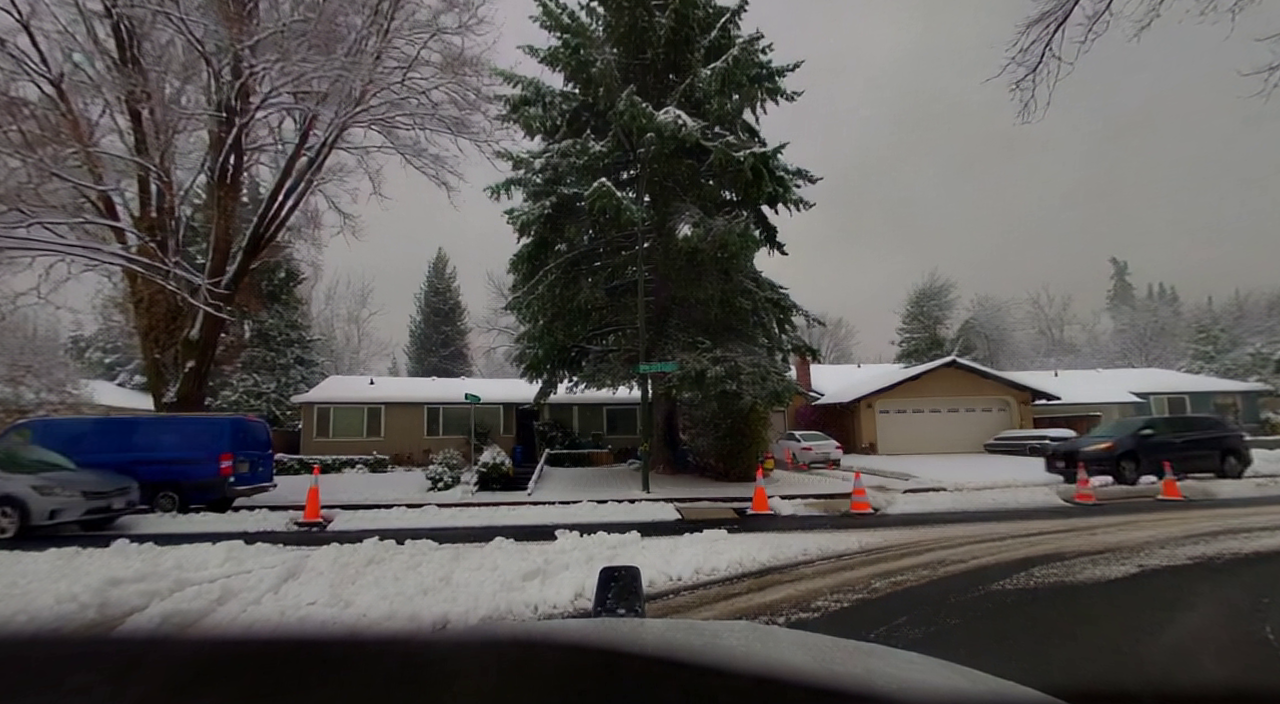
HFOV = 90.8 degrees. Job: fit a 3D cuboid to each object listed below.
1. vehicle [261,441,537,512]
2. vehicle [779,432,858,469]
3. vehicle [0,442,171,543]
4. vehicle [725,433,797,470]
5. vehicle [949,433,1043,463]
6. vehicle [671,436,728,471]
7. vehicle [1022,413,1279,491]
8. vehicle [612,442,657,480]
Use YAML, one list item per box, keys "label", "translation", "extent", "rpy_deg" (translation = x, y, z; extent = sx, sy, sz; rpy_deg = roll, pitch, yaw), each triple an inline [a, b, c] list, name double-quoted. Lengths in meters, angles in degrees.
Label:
- label: "vehicle"
  translation: [-6.368, 3.413, 17.784]
  extent: [6.643, 1.777, 2.925]
  rpy_deg: [1, -8, -6]
- label: "vehicle"
  translation: [8.067, 4.495, 28.963]
  extent: [1.893, 1.529, 4.422]
  rpy_deg: [1, -9, -7]
- label: "vehicle"
  translation: [-11.332, 2.350, 10.938]
  extent: [4.684, 1.556, 2.087]
  rpy_deg: [0, -8, -1]
- label: "vehicle"
  translation: [5.344, 4.467, 28.498]
  extent: [2.007, 1.555, 4.204]
  rpy_deg: [1, -9, -7]
- label: "vehicle"
  translation: [23.388, 6.295, 41.629]
  extent: [4.984, 1.912, 2.132]
  rpy_deg: [1, -8, -5]
- label: "vehicle"
  translation: [2.589, 4.538, 28.357]
  extent: [1.745, 1.461, 4.074]
  rpy_deg: [1, -9, -6]
- label: "vehicle"
  translation: [13.078, 2.575, 16.369]
  extent: [5.047, 1.851, 2.103]
  rpy_deg: [1, -9, -5]
- label: "vehicle"
  translation: [-0.300, 4.762, 27.930]
  extent: [1.648, 1.430, 3.654]
  rpy_deg: [4, -9, -4]
